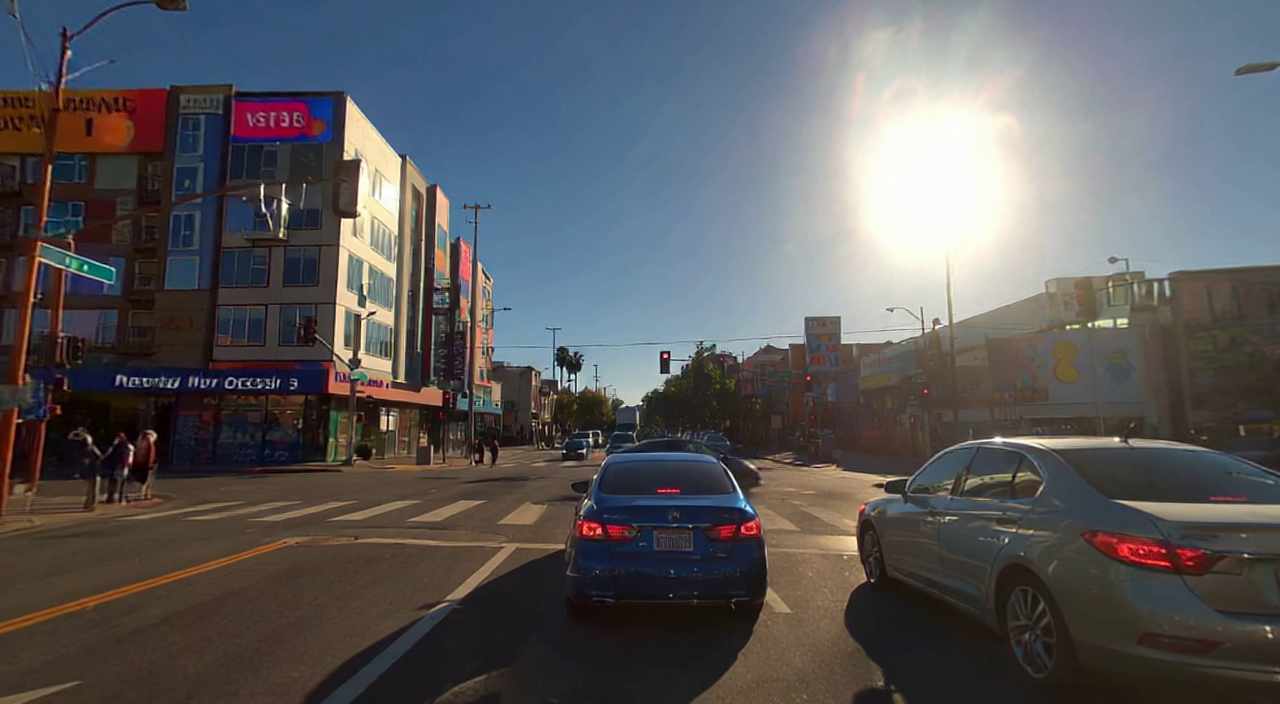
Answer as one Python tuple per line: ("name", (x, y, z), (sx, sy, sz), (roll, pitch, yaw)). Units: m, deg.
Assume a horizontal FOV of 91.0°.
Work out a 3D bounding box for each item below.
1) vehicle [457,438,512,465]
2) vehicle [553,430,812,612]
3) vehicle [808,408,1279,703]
("vehicle", (-9.849, 6.340, 40.261), (2.030, 1.596, 3.912), (-1, -9, 8))
("vehicle", (0.273, 1.693, 7.285), (2.132, 1.464, 4.089), (0, -8, -2))
("vehicle", (2.806, 1.284, 4.553), (1.961, 1.498, 4.356), (0, -8, 0))
